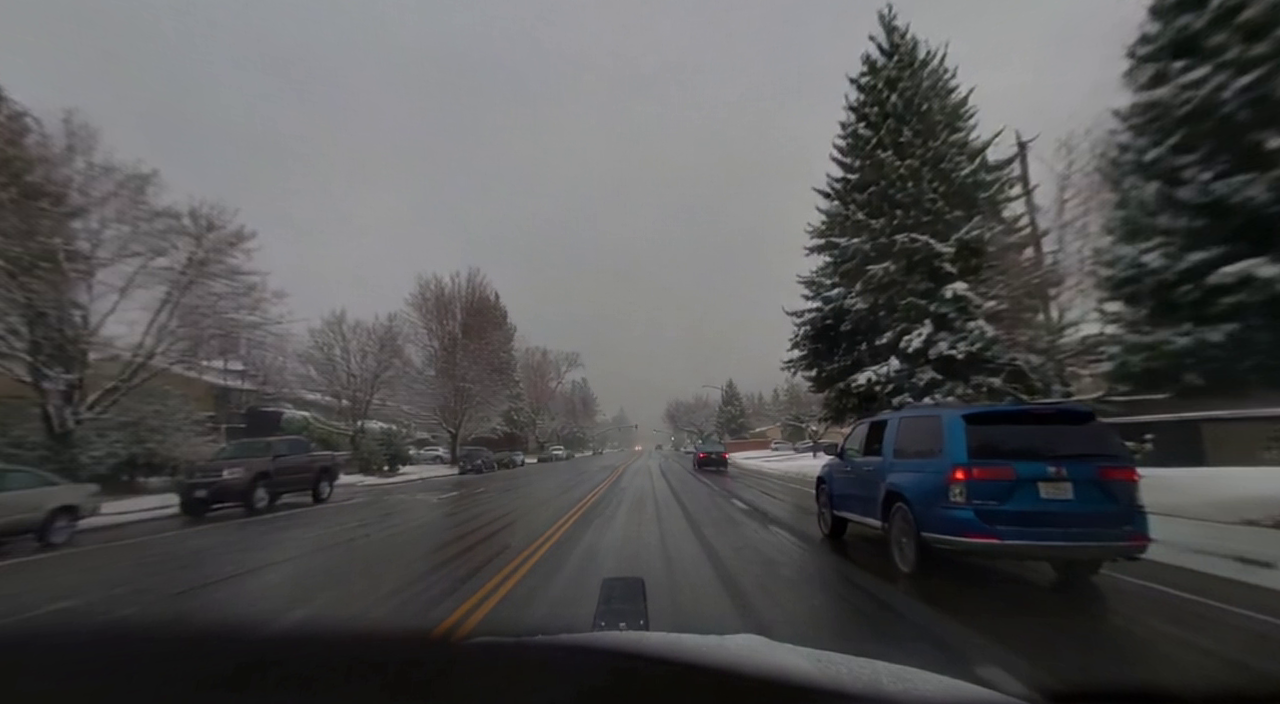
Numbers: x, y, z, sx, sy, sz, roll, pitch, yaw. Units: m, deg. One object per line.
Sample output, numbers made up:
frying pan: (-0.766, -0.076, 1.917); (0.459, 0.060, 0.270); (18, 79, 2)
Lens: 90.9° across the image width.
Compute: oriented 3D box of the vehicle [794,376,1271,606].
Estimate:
vehicle: (3.958, 1.571, 8.204); (2.497, 1.889, 5.833); (0, -8, 1)

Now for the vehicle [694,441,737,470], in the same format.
vehicle: (4.227, 5.849, 35.763); (1.956, 1.492, 4.425); (0, -8, 1)

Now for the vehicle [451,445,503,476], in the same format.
vehicle: (-10.309, 6.863, 40.169); (2.083, 1.791, 4.585); (-3, -8, 1)

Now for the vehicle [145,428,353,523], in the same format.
vehicle: (-10.521, 3.356, 17.762); (2.254, 2.127, 5.697); (-2, -9, 0)

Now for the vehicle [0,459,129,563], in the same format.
vehicle: (-10.656, 2.489, 9.534); (2.006, 1.476, 4.570); (-3, -8, 1)

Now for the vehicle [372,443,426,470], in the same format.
vehicle: (-17.249, 7.469, 45.371); (1.914, 1.792, 4.470); (0, -8, 3)
